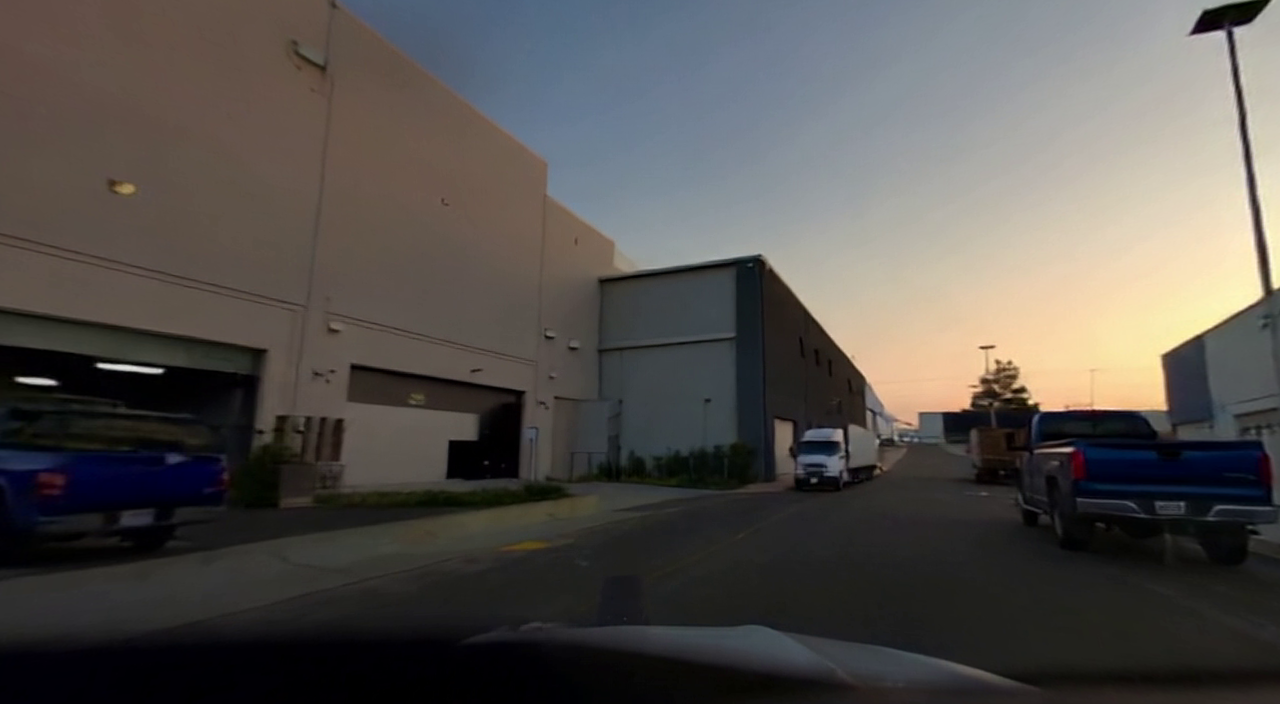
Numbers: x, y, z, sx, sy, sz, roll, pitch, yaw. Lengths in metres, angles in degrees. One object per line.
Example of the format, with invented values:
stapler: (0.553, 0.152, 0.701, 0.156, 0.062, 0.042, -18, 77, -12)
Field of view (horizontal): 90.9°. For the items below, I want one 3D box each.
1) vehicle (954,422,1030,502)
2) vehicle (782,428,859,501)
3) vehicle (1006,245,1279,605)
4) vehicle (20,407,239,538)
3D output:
vehicle: (23.731, 7.408, 43.155, 3.132, 4.690, 11.286, -5, -10, 23)
vehicle: (11.933, 7.245, 41.159, 3.111, 4.217, 7.722, -5, -10, 26)
vehicle: (10.494, 1.708, 13.473, 2.966, 4.658, 11.455, -5, -10, 23)
vehicle: (-14.011, 3.029, 17.201, 6.271, 3.004, 2.298, -3, -6, 29)
